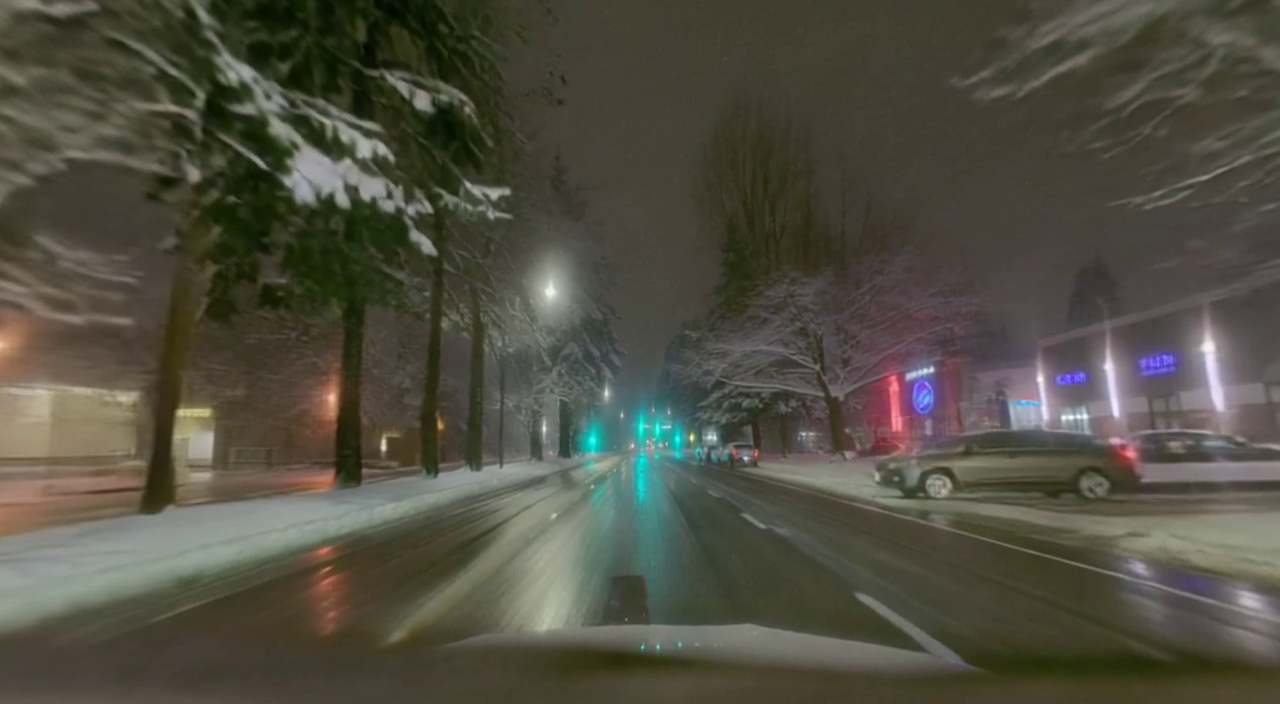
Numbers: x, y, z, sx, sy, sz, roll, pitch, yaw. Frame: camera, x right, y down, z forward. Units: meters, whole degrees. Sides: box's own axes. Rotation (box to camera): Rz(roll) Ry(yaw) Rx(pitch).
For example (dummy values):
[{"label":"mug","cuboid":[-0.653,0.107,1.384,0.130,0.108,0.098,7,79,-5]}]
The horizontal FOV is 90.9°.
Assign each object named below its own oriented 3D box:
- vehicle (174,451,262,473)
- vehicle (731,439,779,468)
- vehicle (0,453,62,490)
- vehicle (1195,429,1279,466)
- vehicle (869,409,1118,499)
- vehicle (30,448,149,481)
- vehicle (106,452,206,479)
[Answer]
[{"label":"vehicle","cuboid":[-32.646,8.516,48.837,5.238,1.618,2.263,-1,-8,1]},{"label":"vehicle","cuboid":[7.215,6.437,40.187,2.084,1.736,4.754,0,-8,-1]},{"label":"vehicle","cuboid":[-38.811,7.359,38.979,1.904,2.047,4.395,0,-8,-2]},{"label":"vehicle","cuboid":[29.660,4.528,30.019,4.342,1.713,2.036,-1,-8,2]},{"label":"vehicle","cuboid":[9.058,2.715,16.883,5.329,2.114,2.325,-3,-9,18]},{"label":"vehicle","cuboid":[-32.661,6.686,37.512,4.923,1.843,2.179,0,-9,0]},{"label":"vehicle","cuboid":[-33.091,7.750,43.177,4.993,1.742,2.124,0,-8,0]}]
